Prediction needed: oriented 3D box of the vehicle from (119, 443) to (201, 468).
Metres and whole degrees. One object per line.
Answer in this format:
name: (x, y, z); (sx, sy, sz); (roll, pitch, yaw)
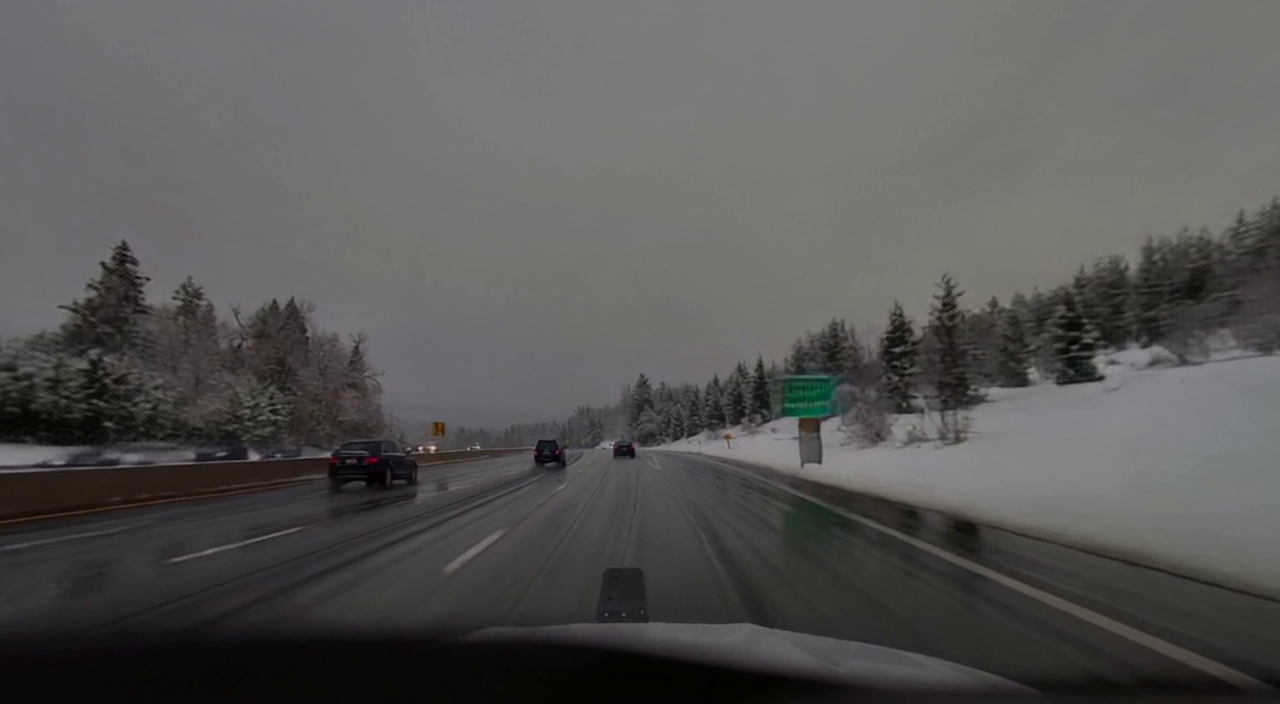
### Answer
vehicle: (-32.064, 6.906, 42.348); (1.871, 1.567, 4.752); (0, -8, -2)

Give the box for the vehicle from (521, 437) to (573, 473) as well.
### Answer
vehicle: (-4.481, 5.043, 31.081); (1.991, 1.610, 4.606); (0, -8, -1)

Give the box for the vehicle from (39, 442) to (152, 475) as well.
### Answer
vehicle: (-28.246, 5.502, 32.955); (1.849, 1.575, 4.587); (0, -8, -1)

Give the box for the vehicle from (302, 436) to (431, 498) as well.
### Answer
vehicle: (-7.974, 3.378, 18.882); (2.086, 1.628, 4.039); (0, -8, -1)

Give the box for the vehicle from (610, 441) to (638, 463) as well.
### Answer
vehicle: (-1.110, 6.982, 44.336); (1.881, 1.460, 3.694); (0, -8, -2)
